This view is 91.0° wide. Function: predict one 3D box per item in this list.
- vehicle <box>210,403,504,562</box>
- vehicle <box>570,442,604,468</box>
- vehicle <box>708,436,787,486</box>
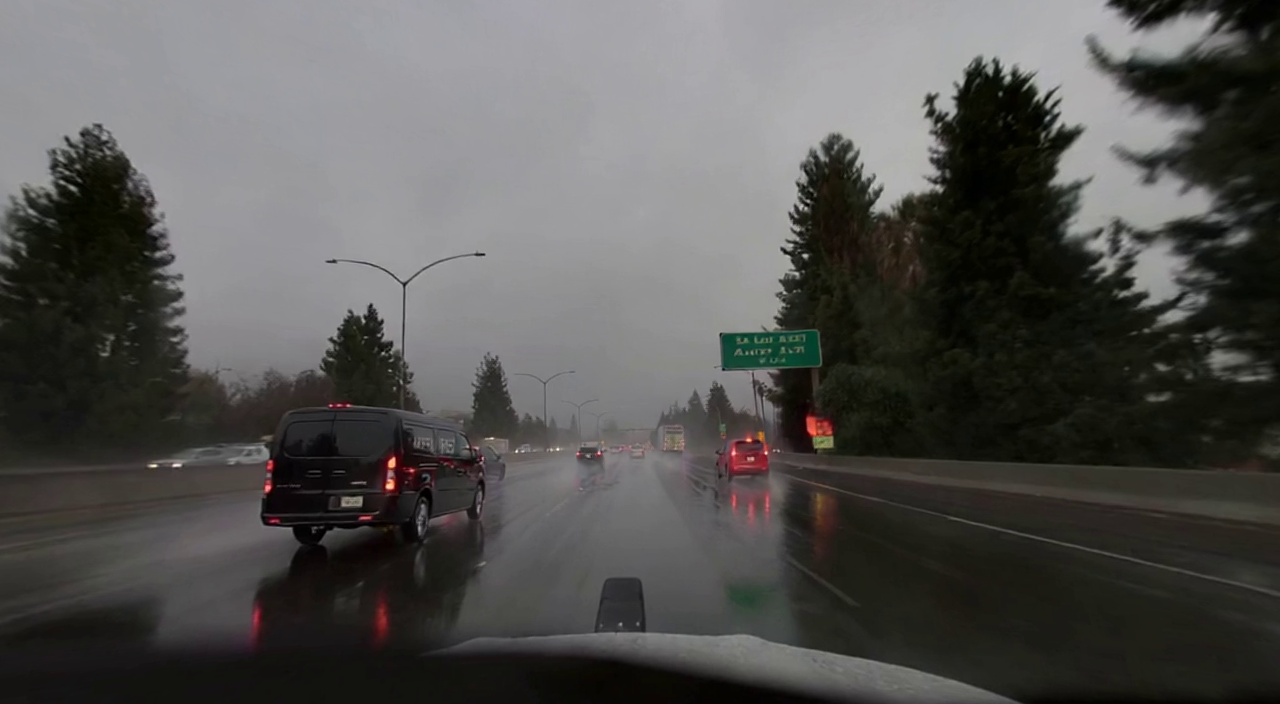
[{"bbox_3d":[-3.915,1.941,10.163,2.215,1.859,5.375,0,-9,0],"label":"vehicle"},{"bbox_3d":[-3.666,7.211,44.170,2.017,1.683,4.094,0,-9,0],"label":"vehicle"},{"bbox_3d":[3.894,4.041,23.694,2.124,1.674,4.494,0,-9,-1],"label":"vehicle"}]
